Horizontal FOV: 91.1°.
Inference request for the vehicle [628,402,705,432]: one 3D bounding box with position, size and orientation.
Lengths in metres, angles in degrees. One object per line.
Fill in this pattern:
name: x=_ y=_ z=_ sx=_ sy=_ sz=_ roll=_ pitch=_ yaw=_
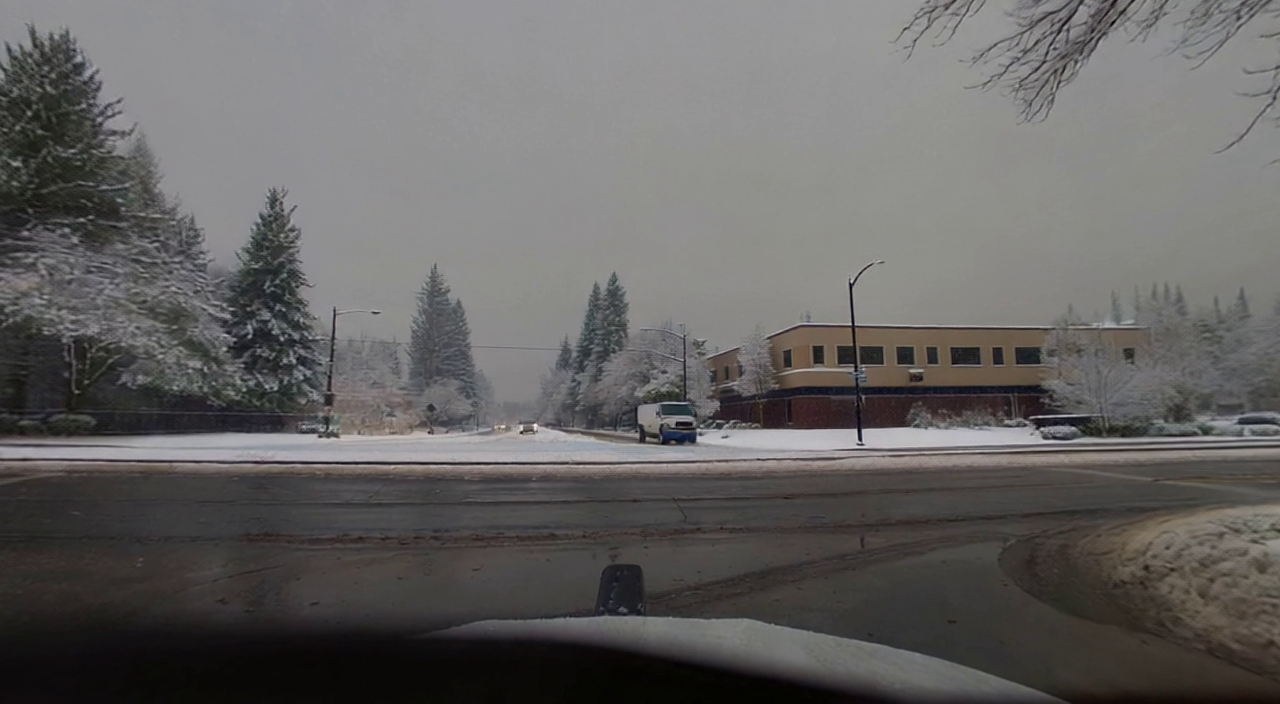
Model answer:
vehicle: x=1.775 y=4.691 z=44.426 sx=2.435 sy=1.858 sz=5.585 roll=6 pitch=-11 yaw=-38
